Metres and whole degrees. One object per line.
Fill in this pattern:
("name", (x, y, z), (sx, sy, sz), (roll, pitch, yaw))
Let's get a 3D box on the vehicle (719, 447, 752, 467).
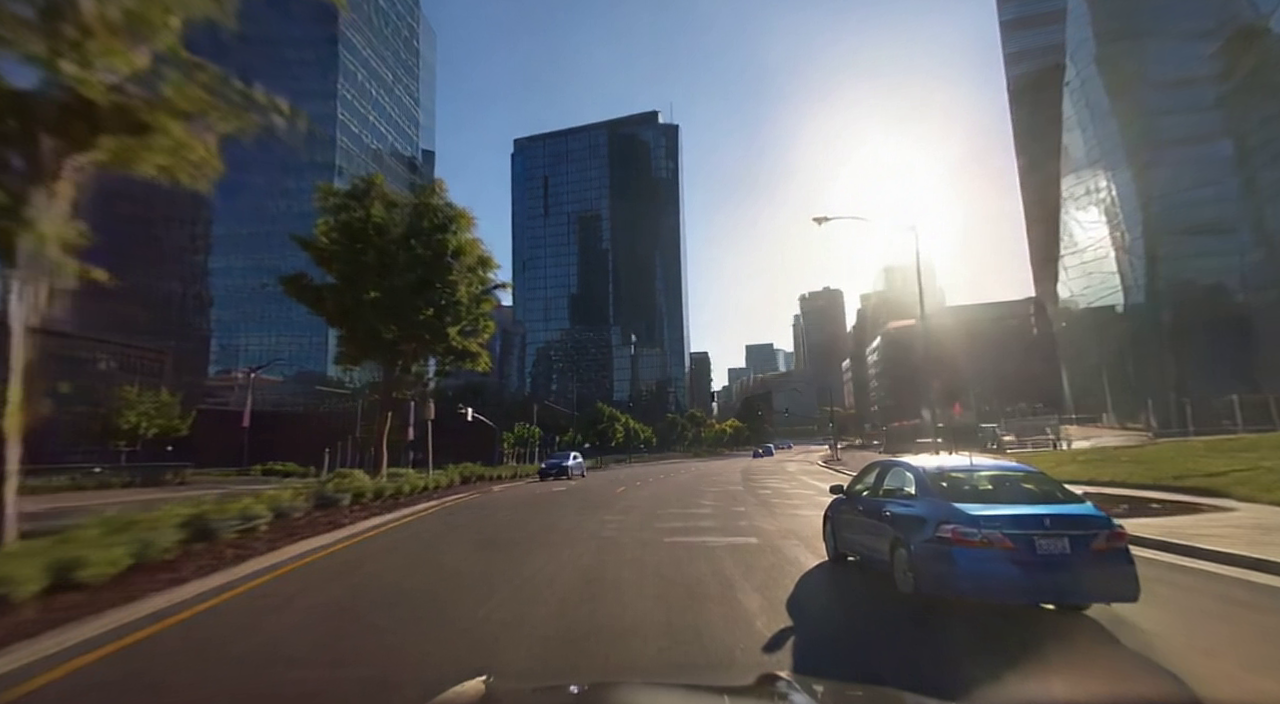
("vehicle", (7.536, 8.236, 49.440), (2.127, 1.497, 4.020), (-2, -9, 14))
